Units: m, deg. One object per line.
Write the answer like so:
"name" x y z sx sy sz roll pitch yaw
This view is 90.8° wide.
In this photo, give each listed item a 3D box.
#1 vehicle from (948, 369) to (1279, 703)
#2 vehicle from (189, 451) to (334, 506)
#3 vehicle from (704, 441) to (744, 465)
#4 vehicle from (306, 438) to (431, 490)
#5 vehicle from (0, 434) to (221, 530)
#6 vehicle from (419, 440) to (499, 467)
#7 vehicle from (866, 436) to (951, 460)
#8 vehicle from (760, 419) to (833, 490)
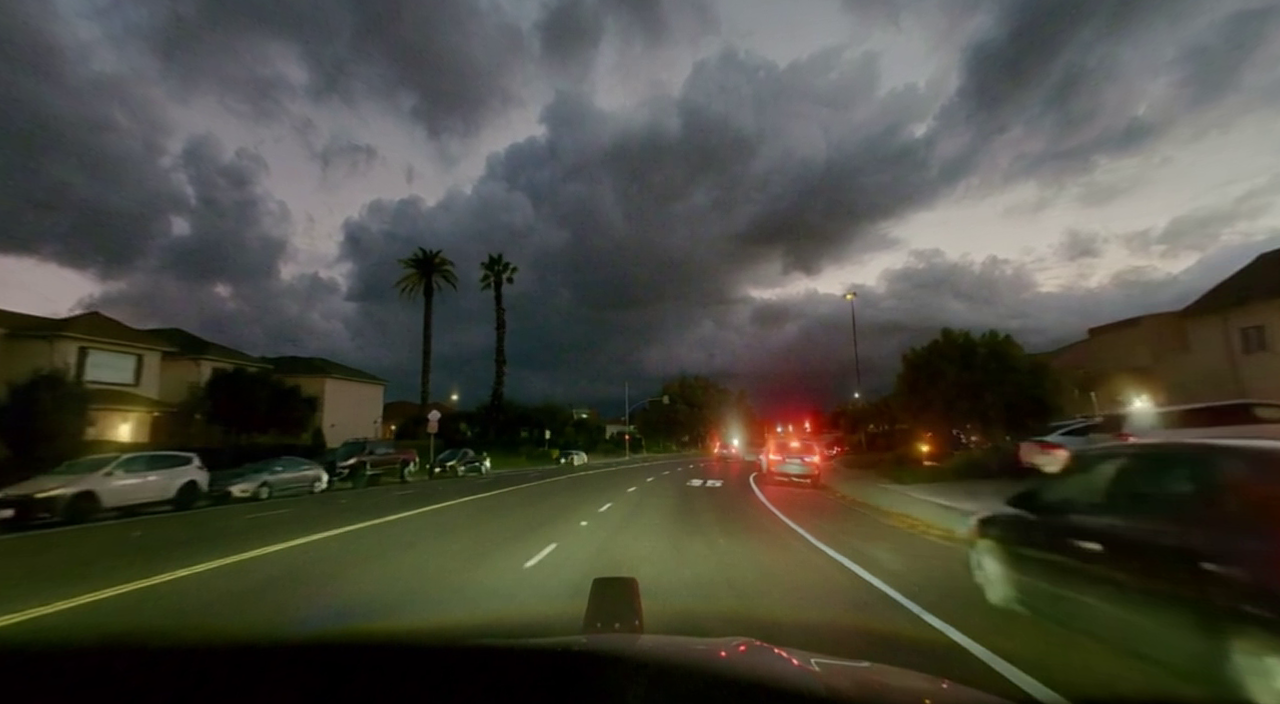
"vehicle" 3.666 1.047 3.317 2.043 1.692 4.581 0 -9 4
"vehicle" -12.391 4.116 21.098 1.786 1.488 4.518 -5 -9 6
"vehicle" 5.470 6.503 40.770 2.035 1.474 4.284 -2 -9 14
"vehicle" -11.400 4.758 27.209 2.051 1.957 5.968 -2 -9 8
"vehicle" -13.027 3.029 15.418 2.081 1.948 4.821 0 -9 3
"vehicle" -13.023 7.315 45.480 5.205 1.792 1.969 -4 -10 15
"vehicle" 17.991 6.433 42.485 4.923 1.521 1.811 -1 -9 10
"vehicle" 5.670 3.767 23.455 2.326 2.257 4.635 0 -8 10
